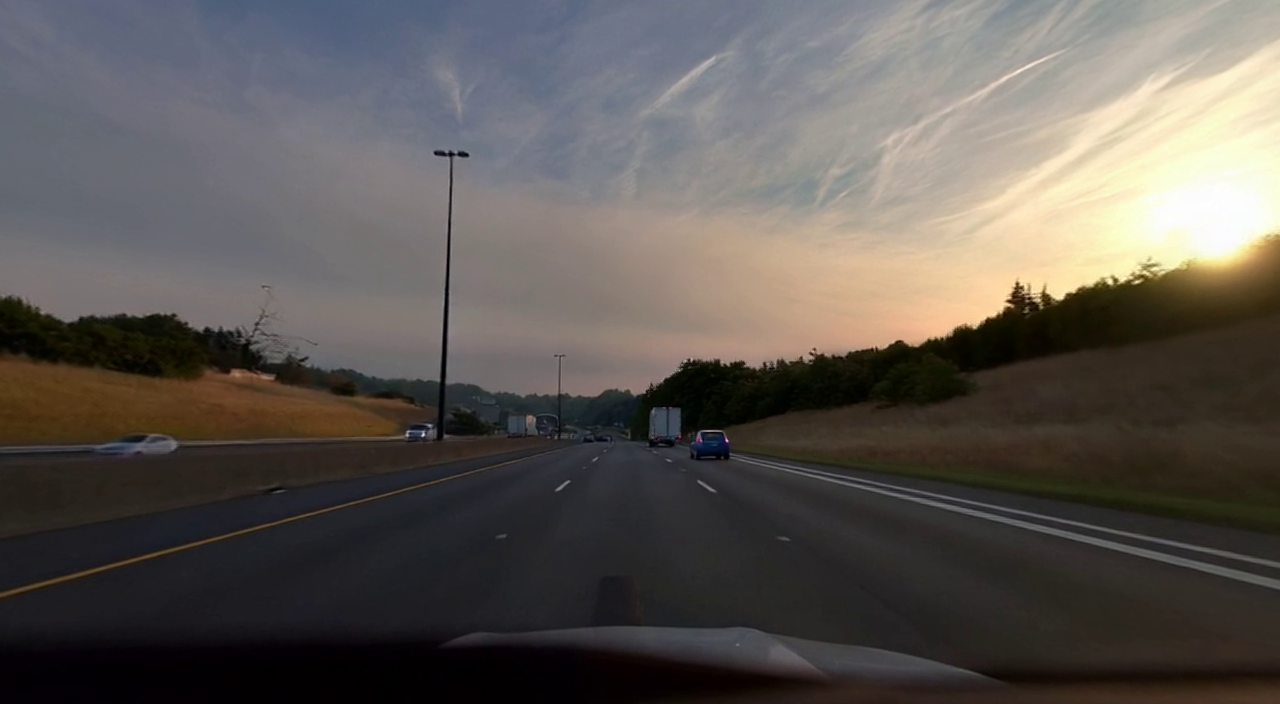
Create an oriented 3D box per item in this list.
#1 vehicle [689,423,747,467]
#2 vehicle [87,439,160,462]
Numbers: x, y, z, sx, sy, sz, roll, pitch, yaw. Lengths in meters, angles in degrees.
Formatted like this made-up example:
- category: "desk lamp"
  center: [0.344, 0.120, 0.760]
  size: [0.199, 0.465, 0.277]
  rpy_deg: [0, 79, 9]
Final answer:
- category: "vehicle"
  center: [3.645, 4.452, 30.334]
  size: [2.076, 1.914, 4.287]
  rpy_deg: [0, -8, -3]
- category: "vehicle"
  center: [-35.740, 6.790, 43.741]
  size: [1.742, 1.435, 4.017]
  rpy_deg: [0, -8, -2]
